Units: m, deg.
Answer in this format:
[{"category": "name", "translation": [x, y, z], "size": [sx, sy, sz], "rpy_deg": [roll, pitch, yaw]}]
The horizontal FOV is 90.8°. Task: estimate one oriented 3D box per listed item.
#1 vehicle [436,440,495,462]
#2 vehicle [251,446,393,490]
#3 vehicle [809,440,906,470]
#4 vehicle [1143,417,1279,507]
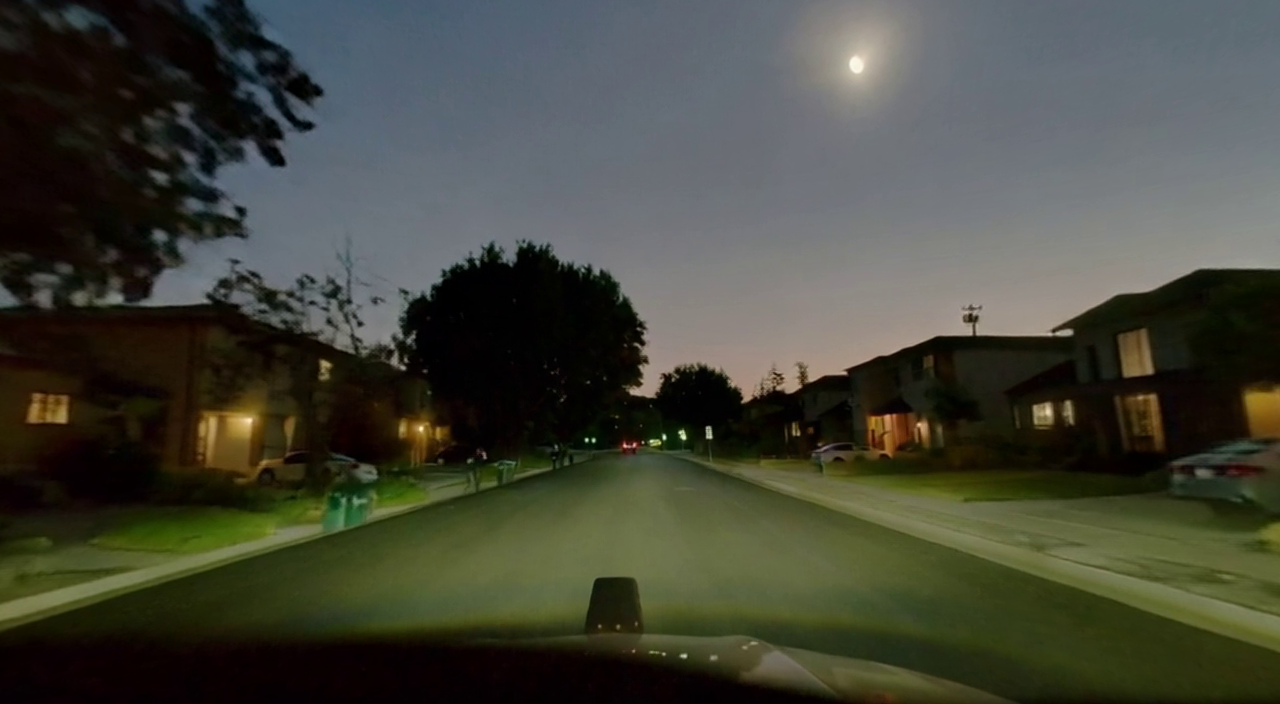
[{"category": "vehicle", "translation": [-13.313, 7.574, 48.295], "size": [4.265, 1.569, 1.984], "rpy_deg": [2, -9, -15]}, {"category": "vehicle", "translation": [-13.381, 4.895, 26.870], "size": [4.887, 1.788, 2.006], "rpy_deg": [0, -8, -4]}, {"category": "vehicle", "translation": [11.819, 5.644, 34.549], "size": [4.626, 1.541, 1.866], "rpy_deg": [1, -9, -2]}, {"category": "vehicle", "translation": [12.574, 1.971, 11.670], "size": [4.646, 1.479, 2.221], "rpy_deg": [0, -8, 0]}]
